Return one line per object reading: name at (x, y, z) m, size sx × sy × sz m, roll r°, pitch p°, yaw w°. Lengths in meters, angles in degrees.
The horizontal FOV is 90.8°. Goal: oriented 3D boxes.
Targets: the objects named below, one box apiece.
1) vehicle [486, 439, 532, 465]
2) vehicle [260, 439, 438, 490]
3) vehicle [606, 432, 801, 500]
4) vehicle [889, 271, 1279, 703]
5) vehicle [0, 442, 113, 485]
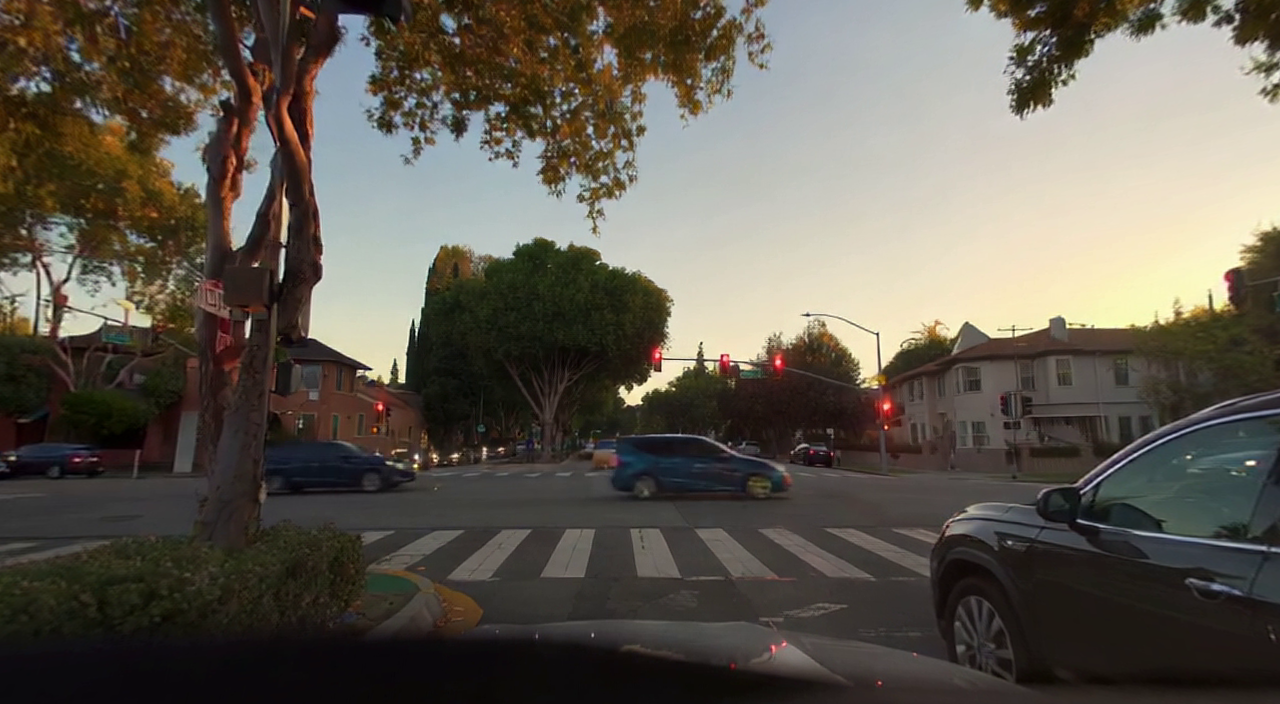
vehicle at (-8.977, 6.865, 43.641) m, size 2.028 × 1.654 × 5.027 m, roll 0°, pitch -9°, yaw 1°
vehicle at (-8.928, 3.479, 19.703) m, size 4.561 × 1.468 × 1.921 m, roll 0°, pitch -8°, yaw -1°
vehicle at (1.517, 2.910, 16.262) m, size 4.680 × 1.620 × 1.943 m, roll 0°, pitch -8°, yaw -1°
vehicle at (2.704, 0.714, 1.718) m, size 2.085 × 1.800 × 4.908 m, roll 0°, pitch -9°, yaw 1°
vehicle at (-22.264, 4.003, 22.772) m, size 4.710 × 1.470 × 1.794 m, roll 1°, pitch -9°, yaw -3°
